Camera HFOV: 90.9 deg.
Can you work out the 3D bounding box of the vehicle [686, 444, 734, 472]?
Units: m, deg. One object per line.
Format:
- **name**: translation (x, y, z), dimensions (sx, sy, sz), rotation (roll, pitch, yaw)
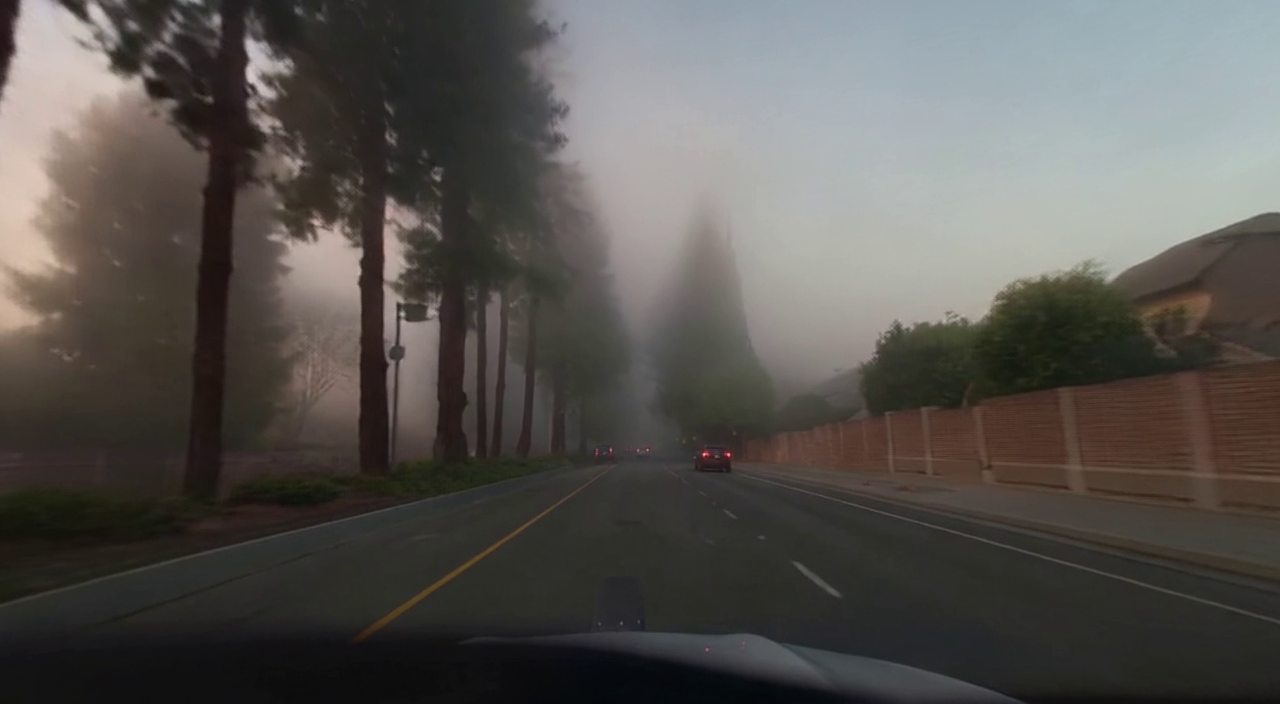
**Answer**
- **vehicle**: translation (4.122, 6.319, 37.864), dimensions (2.237, 1.578, 4.621), rotation (0, -8, -1)
